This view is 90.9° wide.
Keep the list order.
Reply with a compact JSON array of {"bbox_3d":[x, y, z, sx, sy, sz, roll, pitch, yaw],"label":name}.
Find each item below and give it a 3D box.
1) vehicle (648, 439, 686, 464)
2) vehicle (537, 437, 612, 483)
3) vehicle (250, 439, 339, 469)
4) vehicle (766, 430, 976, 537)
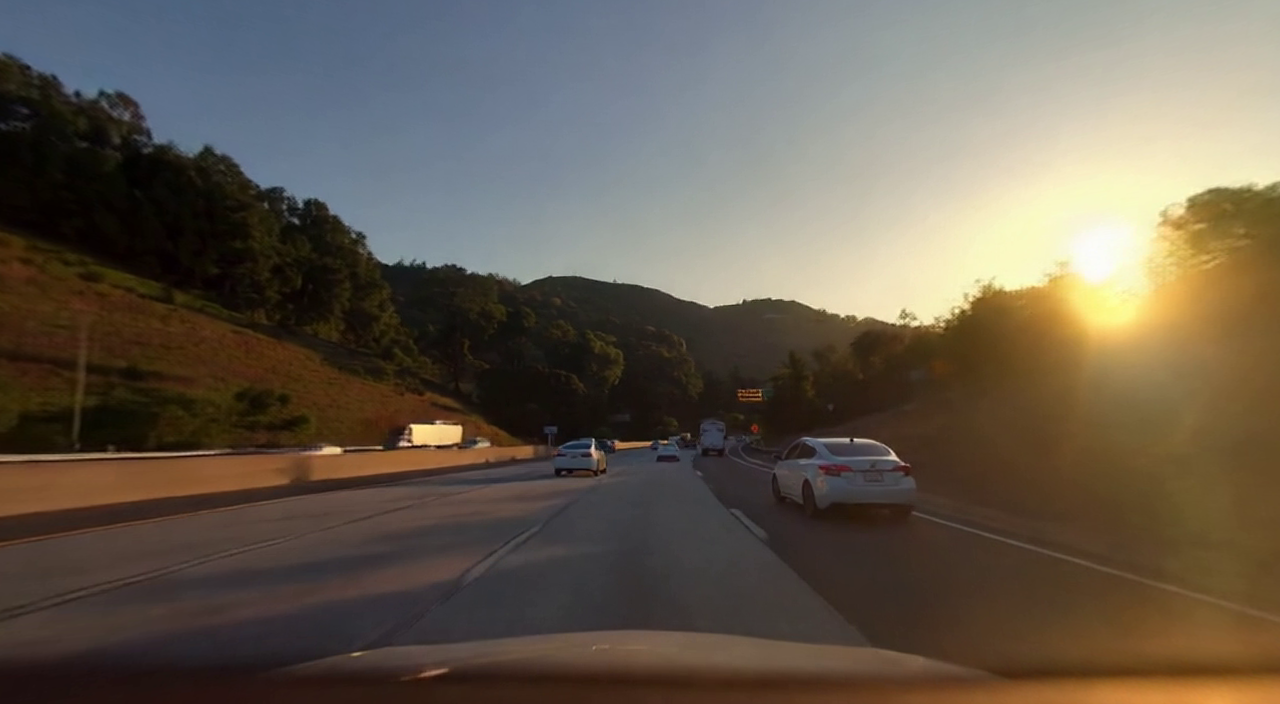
[{"bbox_3d":[1.688,6.072,38.618,2.202,1.467,3.929,-1,-8,3],"label":"vehicle"},{"bbox_3d":[-2.287,3.957,23.485,2.031,1.491,4.792,-1,-8,3],"label":"vehicle"},{"bbox_3d":[-18.767,5.548,34.529,1.943,1.538,4.704,-1,-8,4],"label":"vehicle"},{"bbox_3d":[3.653,2.141,10.973,2.013,1.464,4.317,0,-8,0],"label":"vehicle"}]
